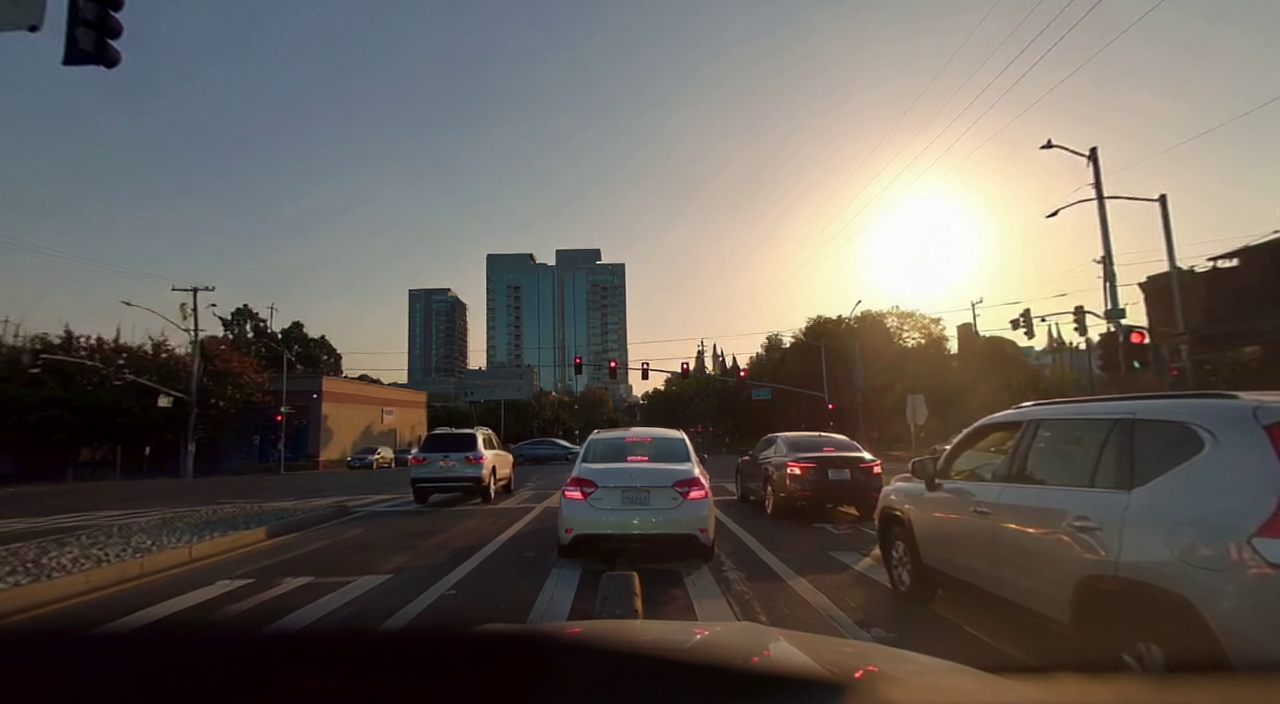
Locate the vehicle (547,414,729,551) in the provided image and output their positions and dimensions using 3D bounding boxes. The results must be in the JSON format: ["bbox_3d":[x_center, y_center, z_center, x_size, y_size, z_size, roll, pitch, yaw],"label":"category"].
[{"bbox_3d":[-0.073,1.879,9.718,2.188,1.637,4.027,0,-8,-1],"label":"vehicle"}]

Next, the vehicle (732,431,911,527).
[{"bbox_3d":[3.158,2.311,12.100,2.001,1.463,4.398,0,-8,-2],"label":"vehicle"}]

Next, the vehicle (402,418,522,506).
[{"bbox_3d":[-4.176,2.654,15.613,2.021,1.837,4.448,1,-9,-5],"label":"vehicle"}]

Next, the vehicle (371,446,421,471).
[{"bbox_3d":[-18.766,8.193,48.803,2.026,1.836,4.726,0,-8,0],"label":"vehicle"}]

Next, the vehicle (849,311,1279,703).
[{"bbox_3d":[3.016,0.971,3.578,2.103,1.701,4.294,0,-8,-1],"label":"vehicle"}]
